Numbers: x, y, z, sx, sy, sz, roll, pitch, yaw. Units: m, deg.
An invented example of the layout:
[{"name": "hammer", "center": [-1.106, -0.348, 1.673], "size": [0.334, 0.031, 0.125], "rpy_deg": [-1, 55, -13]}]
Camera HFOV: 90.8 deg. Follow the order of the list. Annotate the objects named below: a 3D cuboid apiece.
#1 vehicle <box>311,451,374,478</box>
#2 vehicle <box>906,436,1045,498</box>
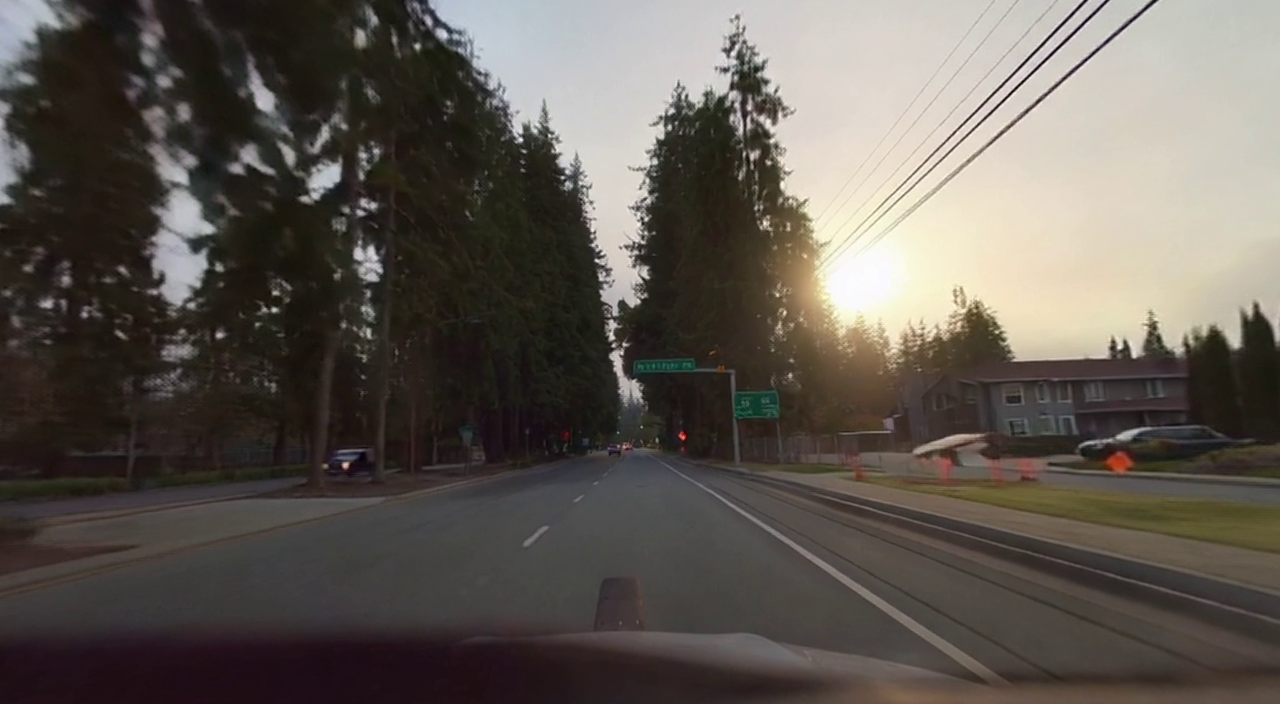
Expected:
[{"name": "vehicle", "center": [-20.110, 7.597, 42.931], "size": [2.076, 1.663, 4.545], "rpy_deg": [-2, -9, 0]}, {"name": "vehicle", "center": [8.736, 3.008, 16.862], "size": [1.733, 1.449, 3.764], "rpy_deg": [-1, -9, 2]}]
